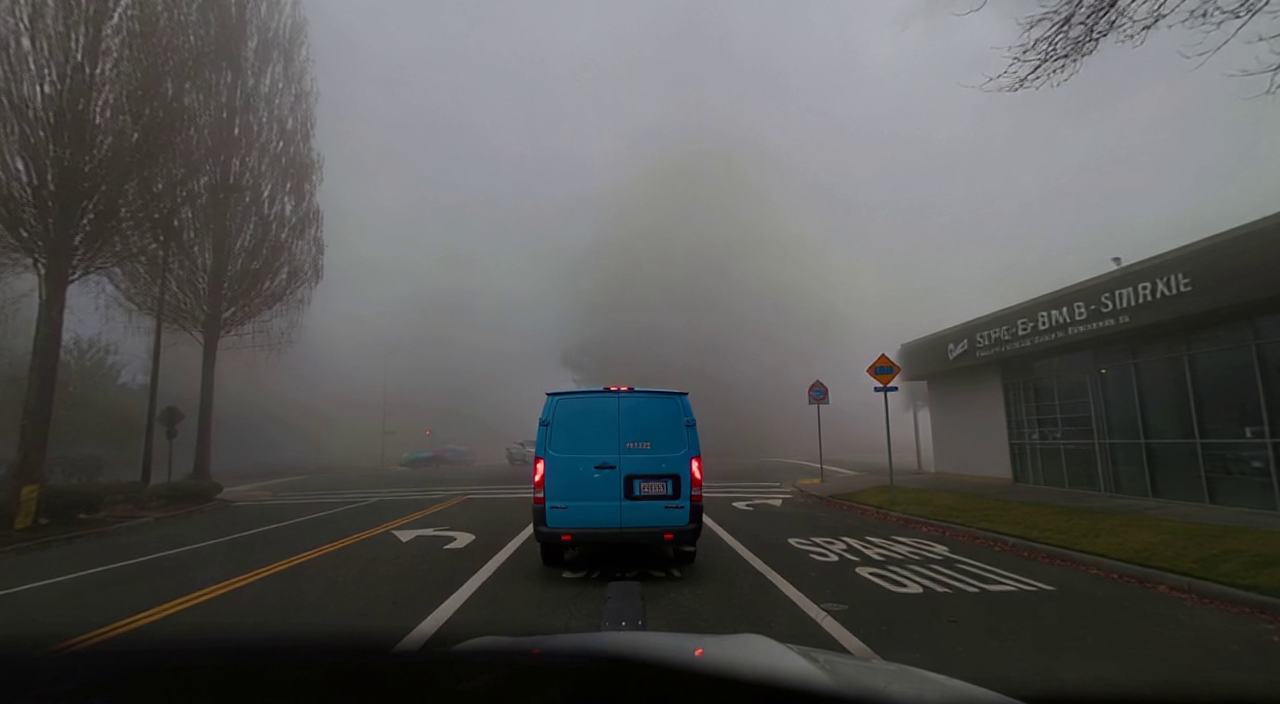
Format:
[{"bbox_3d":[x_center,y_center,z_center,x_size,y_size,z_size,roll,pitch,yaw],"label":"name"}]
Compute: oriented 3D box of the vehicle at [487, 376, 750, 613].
[{"bbox_3d":[-0.296,1.478,7.297,2.181,1.949,3.932,1,-9,-4],"label":"vehicle"}]
